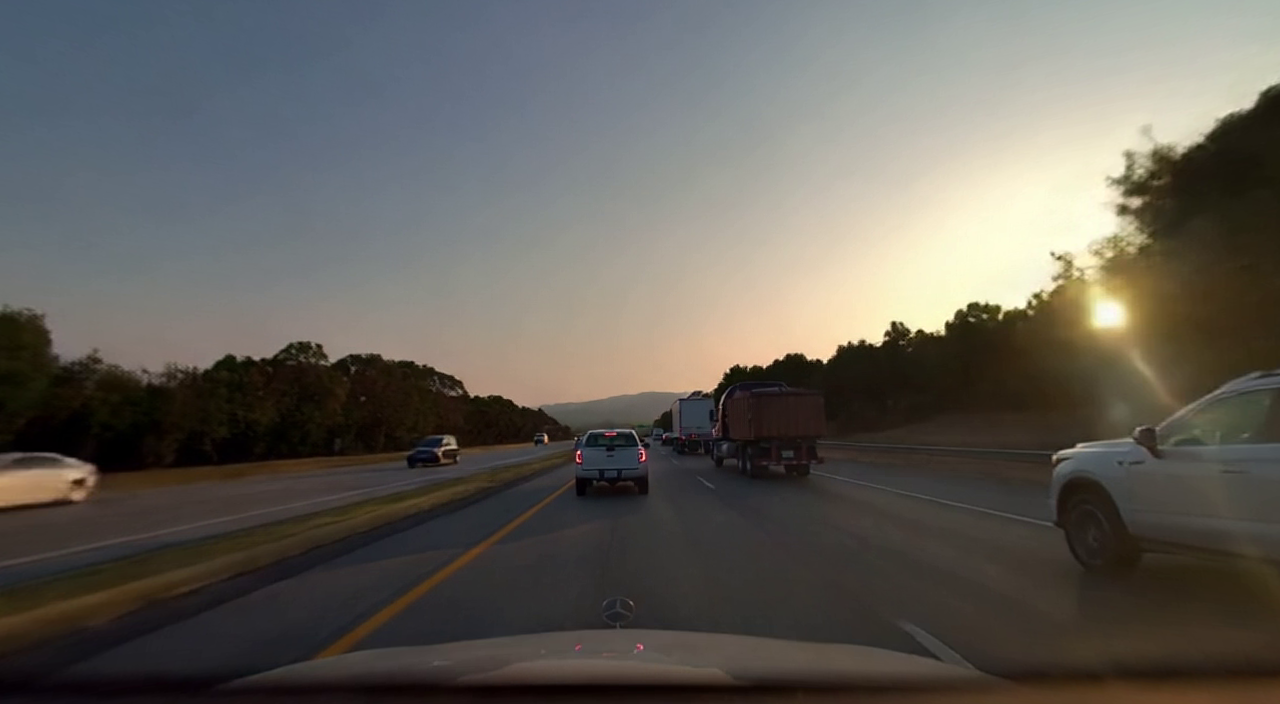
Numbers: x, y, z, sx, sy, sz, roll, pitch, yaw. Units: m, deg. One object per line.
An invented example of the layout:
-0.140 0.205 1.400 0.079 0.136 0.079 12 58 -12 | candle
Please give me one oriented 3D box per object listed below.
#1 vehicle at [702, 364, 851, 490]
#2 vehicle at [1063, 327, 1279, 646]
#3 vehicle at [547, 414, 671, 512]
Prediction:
3.708 2.353 19.498 2.723 3.027 8.478 0 -7 0 | vehicle
4.856 0.794 3.698 2.011 1.905 3.905 0 -8 1 | vehicle
-0.547 2.133 12.660 2.082 1.638 4.055 0 -8 -1 | vehicle
